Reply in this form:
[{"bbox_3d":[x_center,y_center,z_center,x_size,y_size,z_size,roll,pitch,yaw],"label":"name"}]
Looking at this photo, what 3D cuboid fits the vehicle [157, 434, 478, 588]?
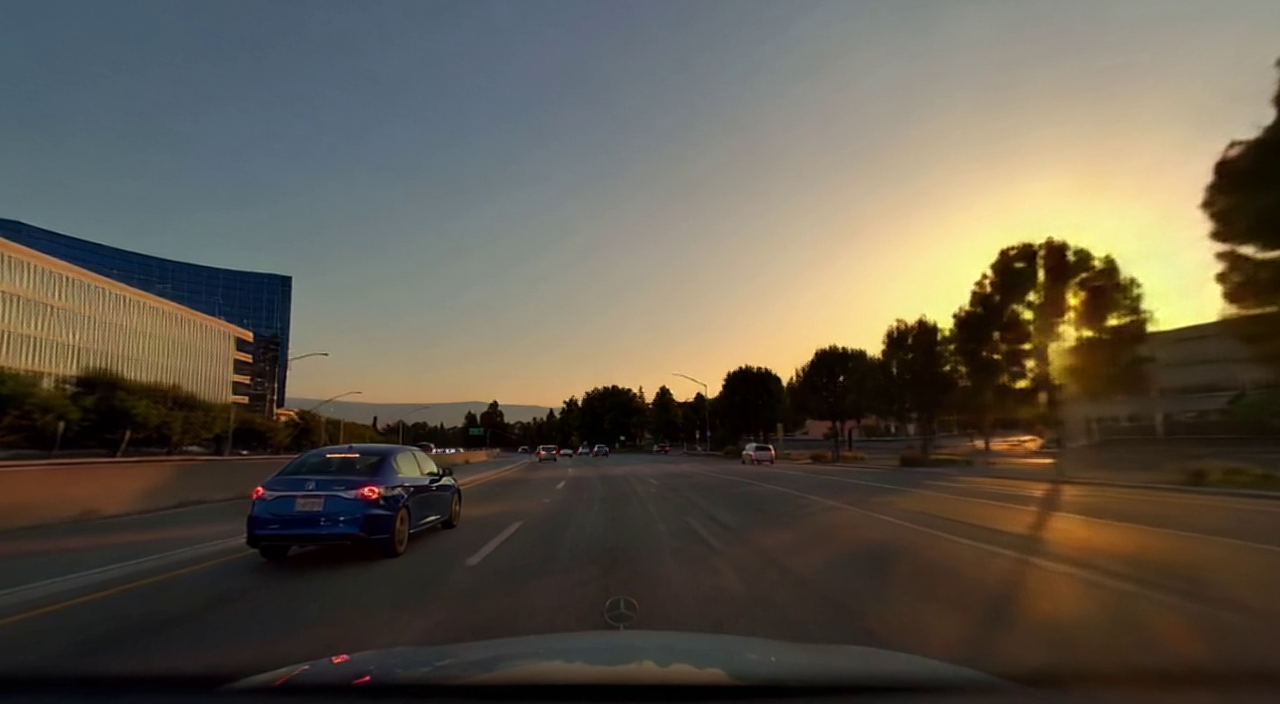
[{"bbox_3d":[-3.705,1.870,8.391,2.018,1.476,4.364,0,-8,-1],"label":"vehicle"}]
